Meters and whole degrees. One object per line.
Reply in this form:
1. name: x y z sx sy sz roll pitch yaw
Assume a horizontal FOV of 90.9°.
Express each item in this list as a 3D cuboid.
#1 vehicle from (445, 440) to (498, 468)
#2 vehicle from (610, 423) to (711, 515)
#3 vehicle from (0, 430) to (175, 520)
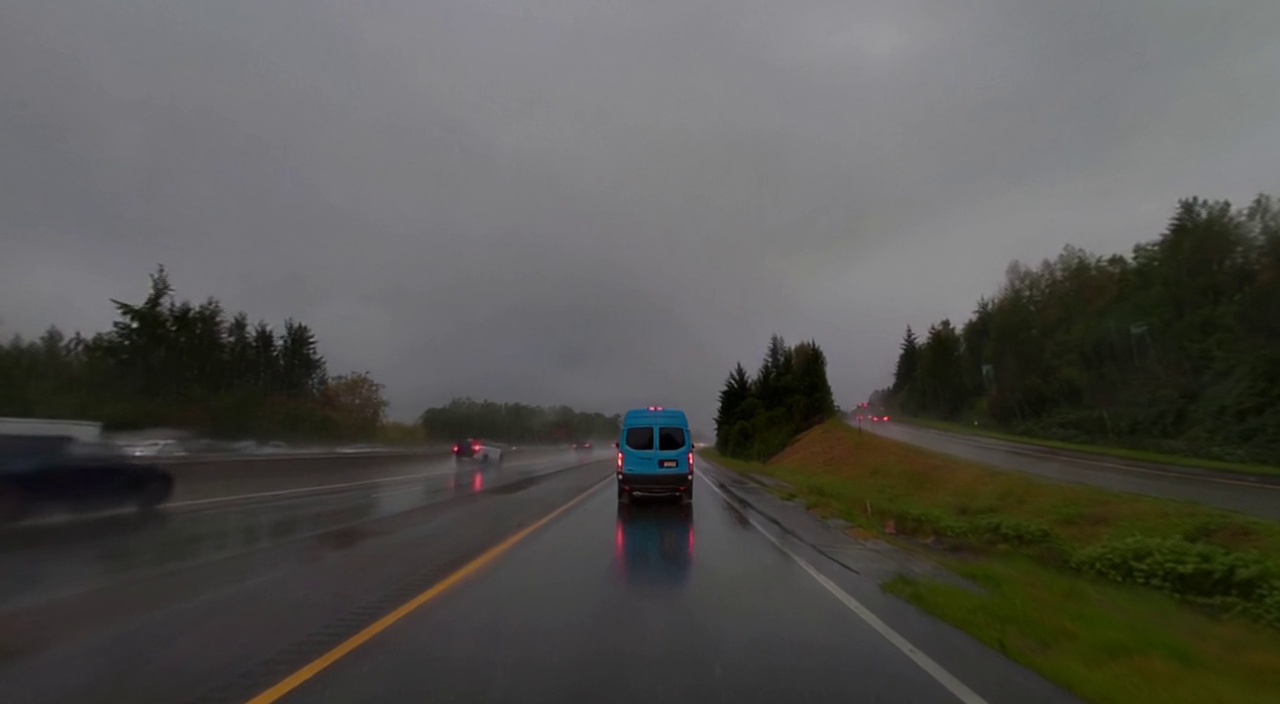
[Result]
1. vehicle: -11.544 6.973 43.534 2.104 1.795 4.737 -1 -8 4
2. vehicle: 0.389 2.712 15.152 2.043 1.821 4.558 0 -8 -1
3. vehicle: -13.011 2.540 13.393 2.050 1.676 5.319 -1 -8 2
